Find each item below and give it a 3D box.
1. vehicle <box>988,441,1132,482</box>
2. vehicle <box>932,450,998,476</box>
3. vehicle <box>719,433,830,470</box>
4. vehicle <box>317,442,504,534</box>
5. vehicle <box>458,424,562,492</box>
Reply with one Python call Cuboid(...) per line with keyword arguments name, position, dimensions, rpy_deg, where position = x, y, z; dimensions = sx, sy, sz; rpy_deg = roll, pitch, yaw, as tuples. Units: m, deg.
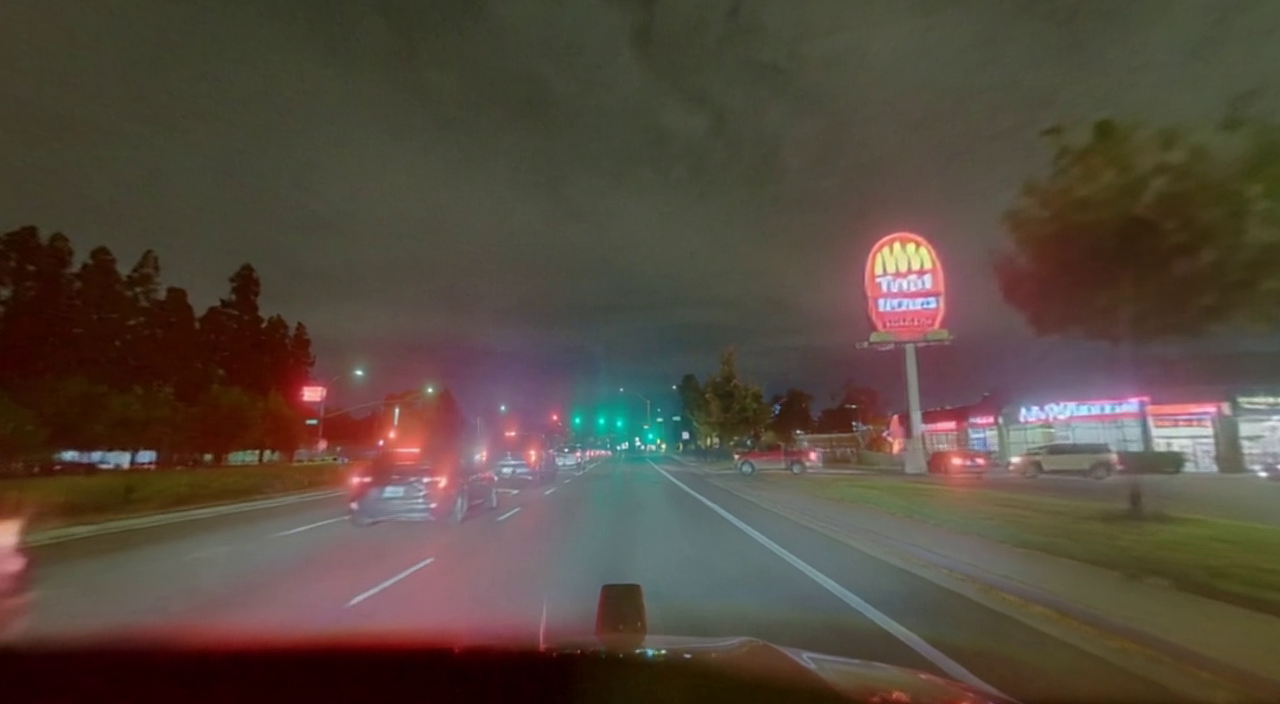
Cuboid(name="vehicle", position=(19.701, 5.141, 29.696), dimensions=(5.120, 1.817, 2.154), rpy_deg=(-1, -8, 6))
Cuboid(name="vehicle", position=(19.872, 6.783, 38.568), dimensions=(1.646, 1.418, 3.910), rpy_deg=(1, -8, -5))
Cuboid(name="vehicle", position=(6.250, 4.725, 29.624), dimensions=(4.813, 1.622, 2.110), rpy_deg=(0, -11, 4))
Cuboid(name="vehicle", position=(-4.119, 2.490, 12.205), dimensions=(2.113, 1.446, 4.309), rpy_deg=(0, -8, -2))
Cuboid(name="vehicle", position=(-4.504, 3.800, 22.996), dimensions=(2.664, 2.122, 6.124), rpy_deg=(0, -8, -2))
